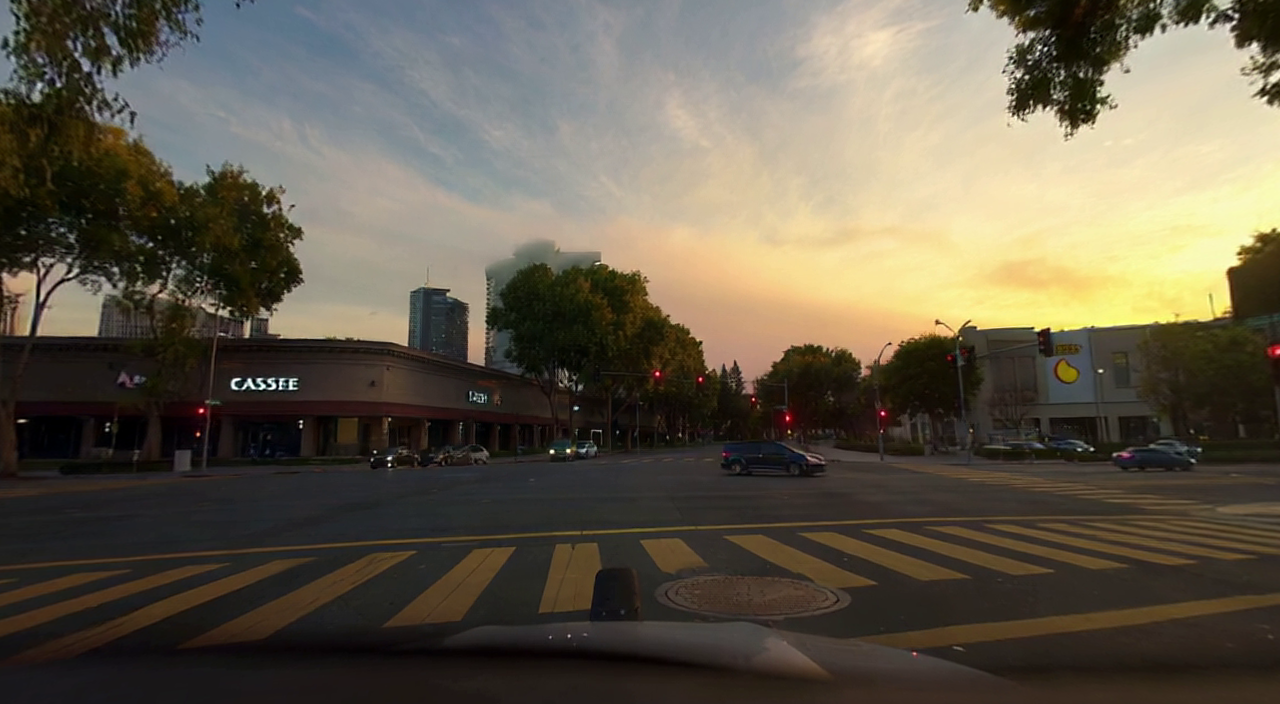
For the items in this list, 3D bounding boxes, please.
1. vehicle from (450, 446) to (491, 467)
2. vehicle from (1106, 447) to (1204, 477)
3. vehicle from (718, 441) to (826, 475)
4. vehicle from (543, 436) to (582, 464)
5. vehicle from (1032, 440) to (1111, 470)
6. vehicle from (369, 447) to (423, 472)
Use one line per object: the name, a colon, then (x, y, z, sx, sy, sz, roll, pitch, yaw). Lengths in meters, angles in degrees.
vehicle: (-12.603, 7.759, 47.090, 1.946, 1.474, 4.008, 0, -9, 0)
vehicle: (27.344, 5.784, 33.526, 4.522, 1.460, 2.097, 4, -9, -24)
vehicle: (6.245, 4.981, 29.936, 4.658, 1.478, 1.946, -4, -9, 26)
vehicle: (-5.642, 7.264, 46.880, 2.289, 1.927, 5.667, 0, -8, -1)
vehicle: (26.330, 6.261, 38.538, 4.541, 1.731, 2.007, 5, -10, -28)
vehicle: (-16.246, 7.131, 42.242, 1.883, 1.586, 4.297, 0, -9, 0)
